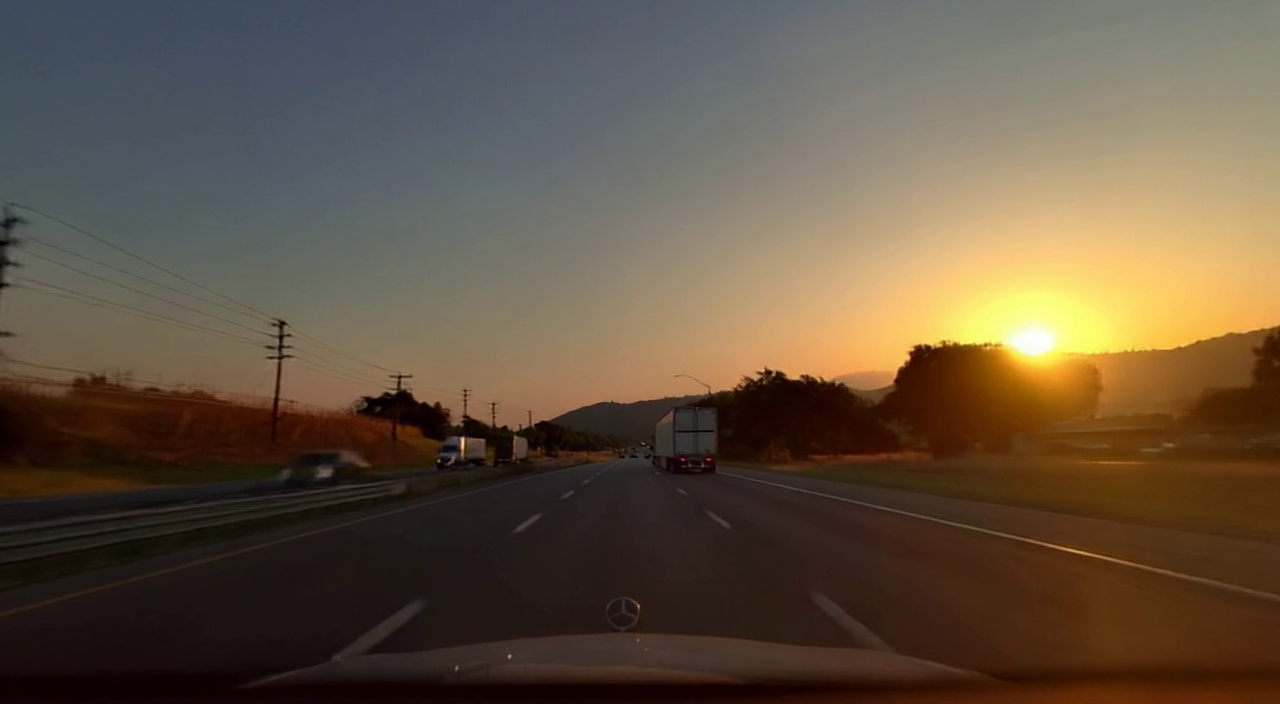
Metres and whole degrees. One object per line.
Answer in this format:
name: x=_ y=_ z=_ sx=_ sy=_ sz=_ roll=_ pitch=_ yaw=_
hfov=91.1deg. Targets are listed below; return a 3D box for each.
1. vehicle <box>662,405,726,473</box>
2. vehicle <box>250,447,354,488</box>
vehicle: x=3.429 y=6.219 z=44.060 sx=3.037 sy=3.999 sz=13.133 roll=0 pitch=-9 yaw=-1
vehicle: x=-14.310 y=4.883 z=26.952 sx=2.002 sy=1.594 sz=4.402 roll=0 pitch=-9 yaw=-1
